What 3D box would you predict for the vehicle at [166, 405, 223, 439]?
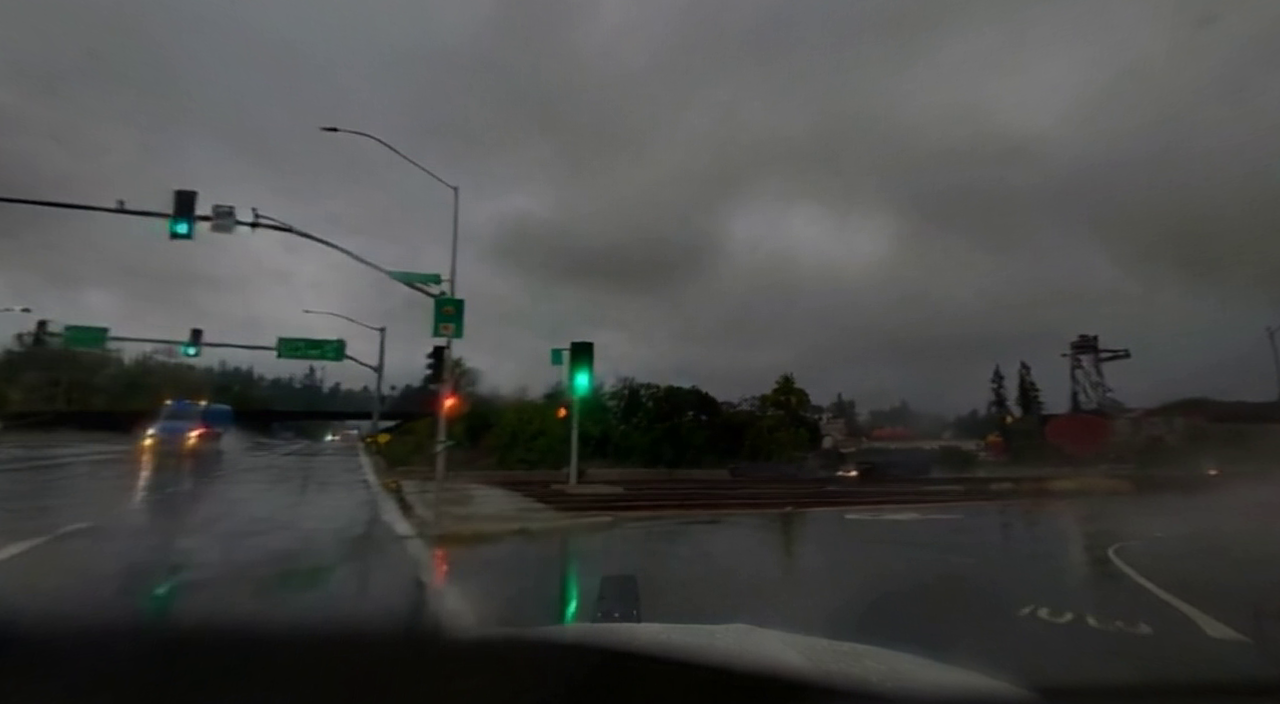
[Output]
[{"bbox_3d":[-34.375,5.523,48.946,2.698,2.312,7.326,5,-10,-29],"label":"vehicle"}]
